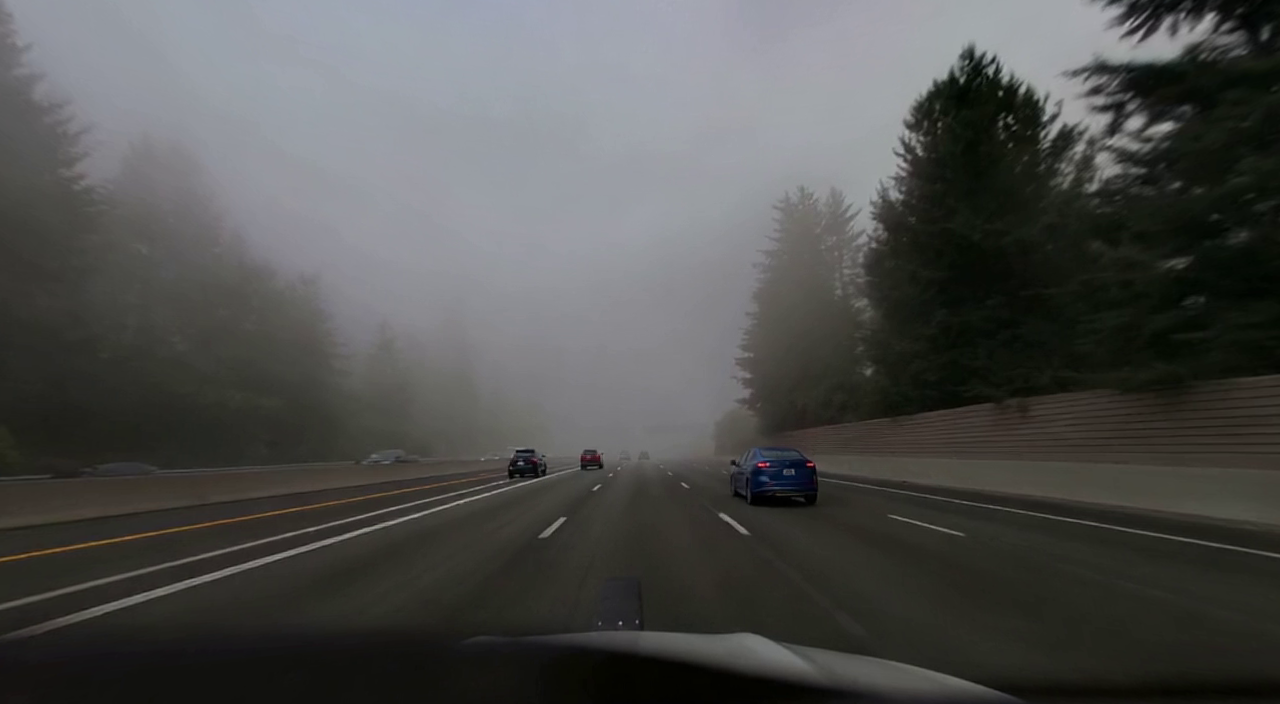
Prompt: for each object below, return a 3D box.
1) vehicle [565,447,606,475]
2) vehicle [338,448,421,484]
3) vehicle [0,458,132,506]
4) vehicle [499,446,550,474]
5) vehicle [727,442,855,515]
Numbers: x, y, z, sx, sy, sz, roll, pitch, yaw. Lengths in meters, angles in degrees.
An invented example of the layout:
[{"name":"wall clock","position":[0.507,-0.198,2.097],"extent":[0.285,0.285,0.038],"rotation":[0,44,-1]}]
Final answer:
[{"name":"vehicle","position":[-3.162,6.393,37.249],"extent":[2.030,1.563,4.389],"rotation":[0,-9,0]},{"name":"vehicle","position":[-11.815,5.158,28.871],"extent":[1.987,1.514,4.099],"rotation":[0,-9,1]},{"name":"vehicle","position":[-21.633,4.765,23.479],"extent":[1.807,1.494,4.265],"rotation":[0,-9,0]},{"name":"vehicle","position":[-6.768,6.370,37.347],"extent":[2.107,1.541,4.713],"rotation":[0,-9,1]},{"name":"vehicle","position":[3.414,2.931,15.120],"extent":[1.979,1.486,4.125],"rotation":[0,-9,-1]}]
